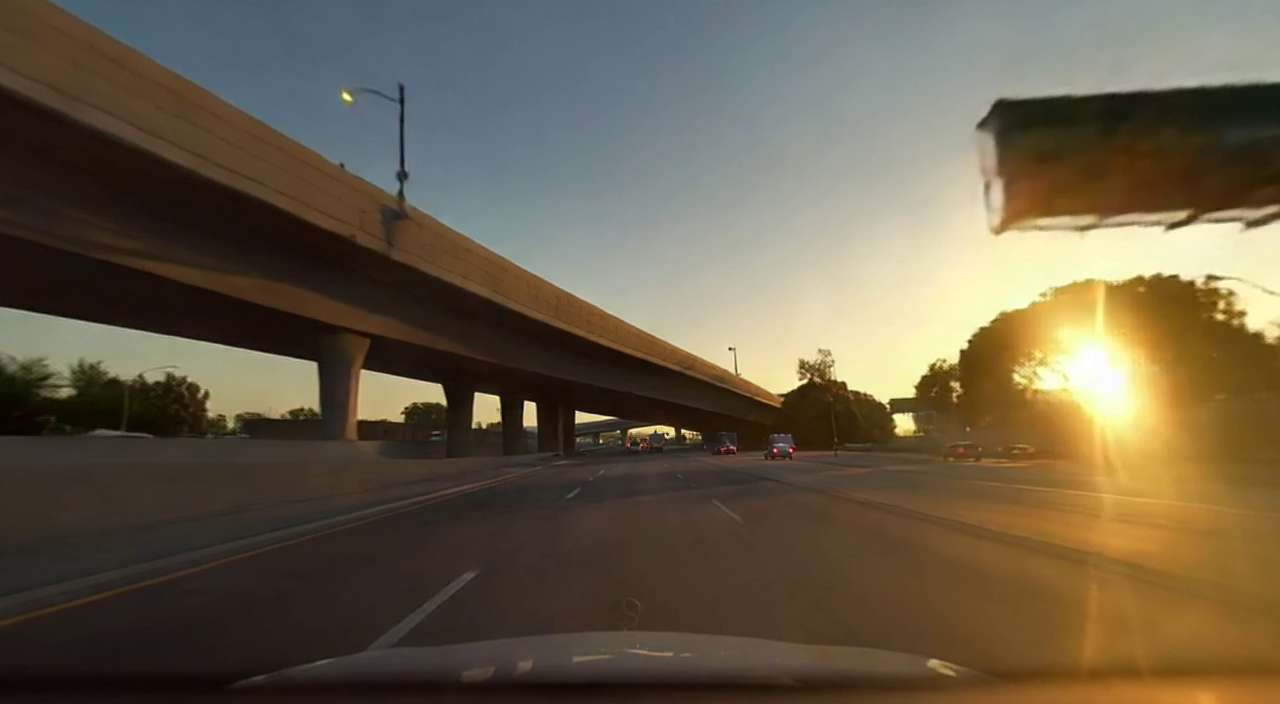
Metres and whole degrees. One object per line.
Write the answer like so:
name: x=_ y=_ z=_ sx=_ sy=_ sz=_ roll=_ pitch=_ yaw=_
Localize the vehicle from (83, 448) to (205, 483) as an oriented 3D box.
vehicle: x=-23.237 y=5.303 z=29.767 sx=1.935 sy=1.480 sz=4.664 roll=0 pitch=-8 yaw=1
